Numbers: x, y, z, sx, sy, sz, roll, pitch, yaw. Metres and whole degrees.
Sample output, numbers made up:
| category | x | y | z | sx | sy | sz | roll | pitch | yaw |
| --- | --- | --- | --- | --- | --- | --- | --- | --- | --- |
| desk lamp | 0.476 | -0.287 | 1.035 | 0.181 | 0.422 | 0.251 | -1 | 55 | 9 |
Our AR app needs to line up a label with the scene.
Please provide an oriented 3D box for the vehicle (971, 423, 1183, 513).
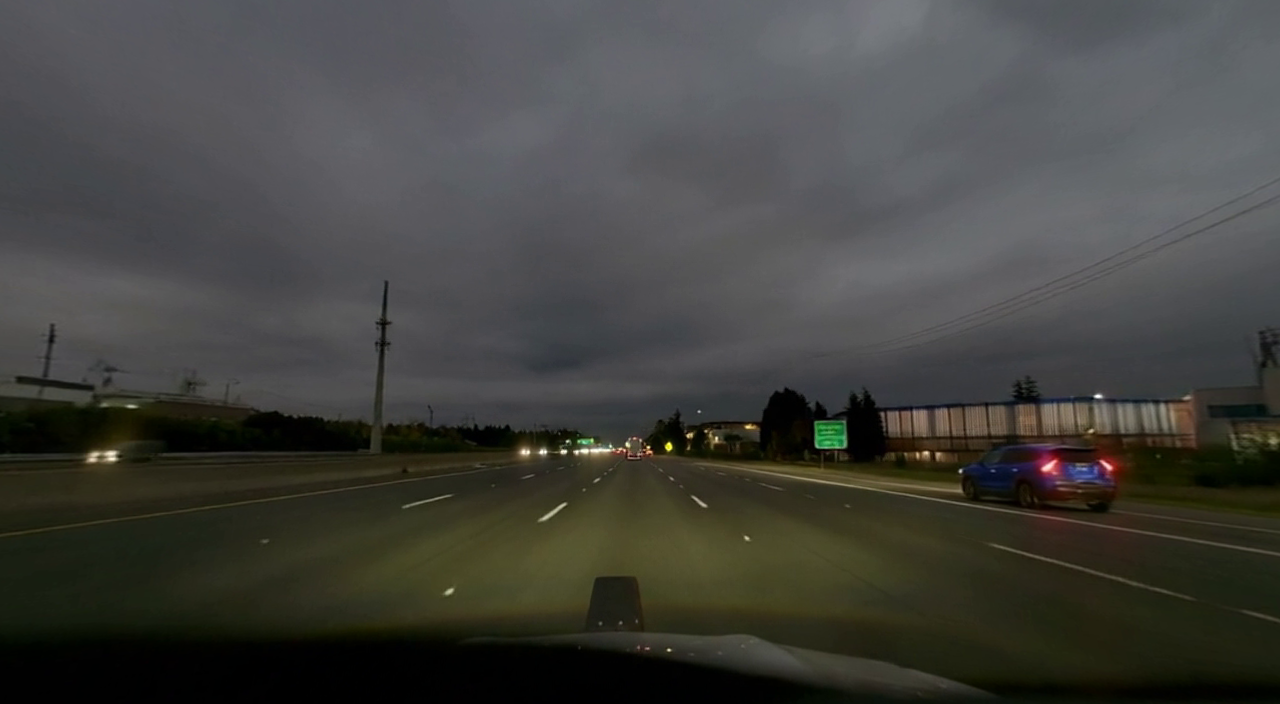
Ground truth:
| category | x | y | z | sx | sy | sz | roll | pitch | yaw |
| --- | --- | --- | --- | --- | --- | --- | --- | --- | --- |
| vehicle | 12.888 | 3.445 | 19.261 | 2.411 | 2.326 | 5.300 | 0 | -9 | -2 |

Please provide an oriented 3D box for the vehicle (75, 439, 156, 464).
| category | x | y | z | sx | sy | sz | roll | pitch | yaw |
| --- | --- | --- | --- | --- | --- | --- | --- | --- | --- |
| vehicle | -37.264 | 7.089 | 44.956 | 2.001 | 1.644 | 4.350 | 0 | -9 | 0 |
